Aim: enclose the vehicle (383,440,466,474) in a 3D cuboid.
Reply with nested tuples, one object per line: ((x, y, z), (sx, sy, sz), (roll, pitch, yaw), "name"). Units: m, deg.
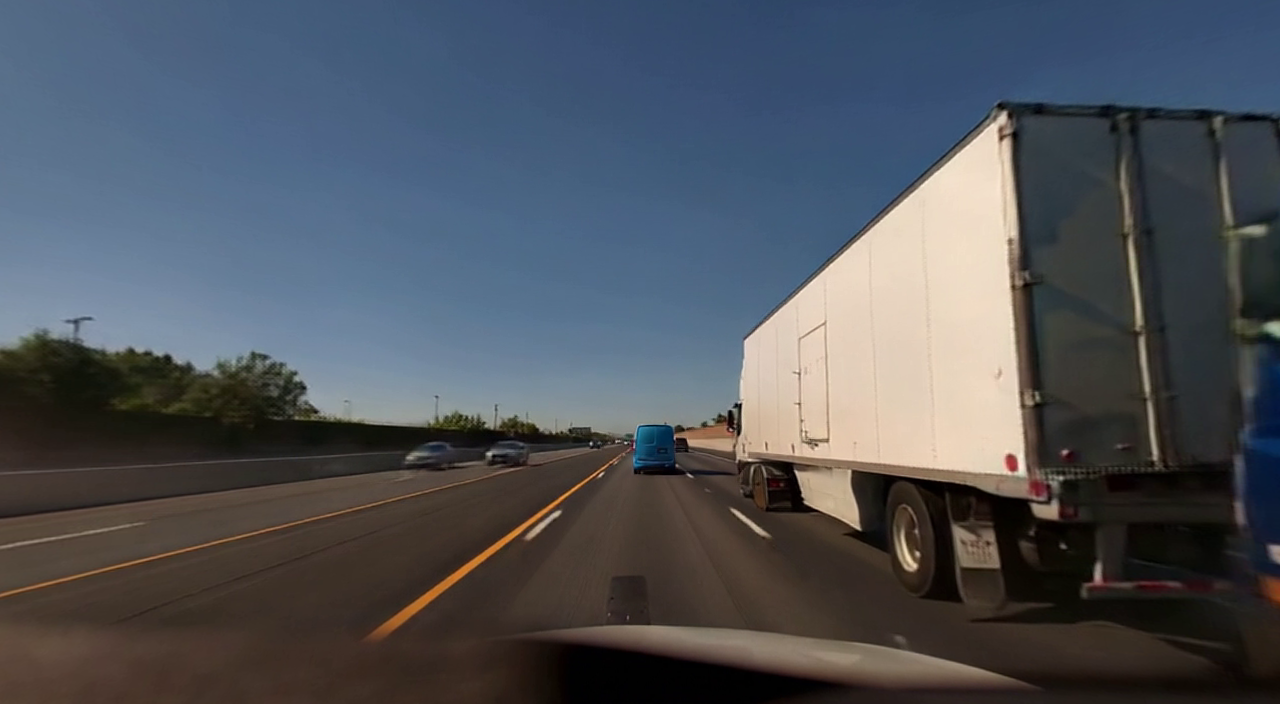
((-10.572, 5.171, 31.299), (2.378, 1.548, 4.641), (0, -8, 2), "vehicle")

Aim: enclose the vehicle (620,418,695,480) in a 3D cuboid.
((0.625, 3.525, 22.991), (2.469, 2.027, 4.554), (0, -8, 1), "vehicle")

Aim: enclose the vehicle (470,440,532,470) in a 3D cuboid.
((-7.638, 5.709, 35.110), (2.233, 1.535, 4.793), (0, -8, 1), "vehicle")
